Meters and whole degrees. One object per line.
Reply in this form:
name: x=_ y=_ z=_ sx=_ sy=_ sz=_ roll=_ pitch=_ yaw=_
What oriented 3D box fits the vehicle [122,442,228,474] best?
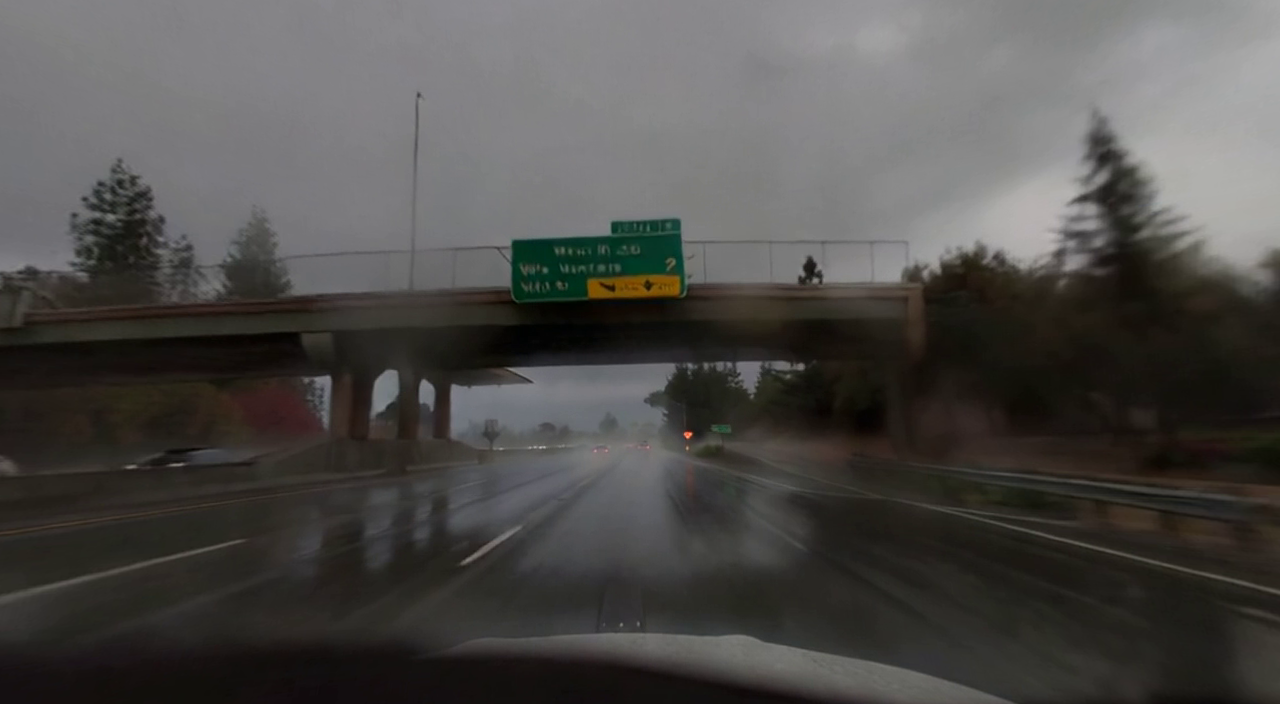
vehicle: x=-24.687 y=5.631 z=33.661 sx=2.126 sy=1.588 sz=4.557 roll=0 pitch=-8 yaw=1

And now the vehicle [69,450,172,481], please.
vehicle: x=-28.517 y=6.220 z=34.793 sx=1.871 sy=1.514 sz=4.413 roll=0 pitch=-9 yaw=0
